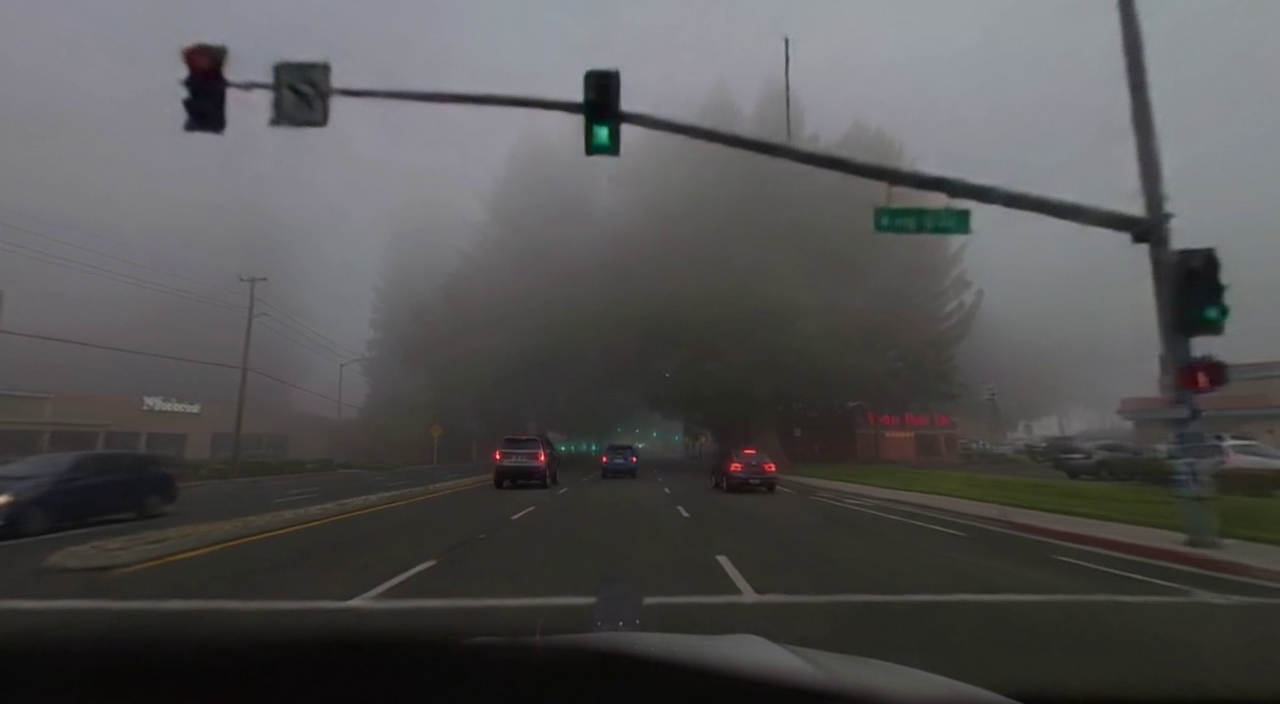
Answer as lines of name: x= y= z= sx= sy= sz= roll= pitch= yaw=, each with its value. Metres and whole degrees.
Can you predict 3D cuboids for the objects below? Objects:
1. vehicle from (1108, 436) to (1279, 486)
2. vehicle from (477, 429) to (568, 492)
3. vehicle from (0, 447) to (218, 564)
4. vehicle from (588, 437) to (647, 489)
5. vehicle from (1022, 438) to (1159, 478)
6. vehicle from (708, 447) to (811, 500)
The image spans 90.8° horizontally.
vehicle: x=18.395 y=3.586 z=20.926 sx=4.216 sy=1.562 sz=1.946 roll=0 pitch=-9 yaw=-2
vehicle: x=-4.113 y=3.920 z=23.241 sx=2.252 sy=1.999 sz=5.605 roll=0 pitch=-8 yaw=0
vehicle: x=-9.190 y=2.328 z=10.176 sx=1.867 sy=1.427 sz=4.371 roll=-3 pitch=-8 yaw=-1
vehicle: x=-0.804 y=4.196 z=24.206 sx=2.061 sy=1.809 sz=4.141 roll=0 pitch=-8 yaw=0
vehicle: x=18.528 y=4.357 z=26.129 sx=4.107 sy=1.540 sz=1.994 roll=0 pitch=-9 yaw=-1
vehicle: x=3.593 y=3.729 z=19.916 sx=2.207 sy=1.447 sz=4.418 roll=0 pitch=-9 yaw=-2
